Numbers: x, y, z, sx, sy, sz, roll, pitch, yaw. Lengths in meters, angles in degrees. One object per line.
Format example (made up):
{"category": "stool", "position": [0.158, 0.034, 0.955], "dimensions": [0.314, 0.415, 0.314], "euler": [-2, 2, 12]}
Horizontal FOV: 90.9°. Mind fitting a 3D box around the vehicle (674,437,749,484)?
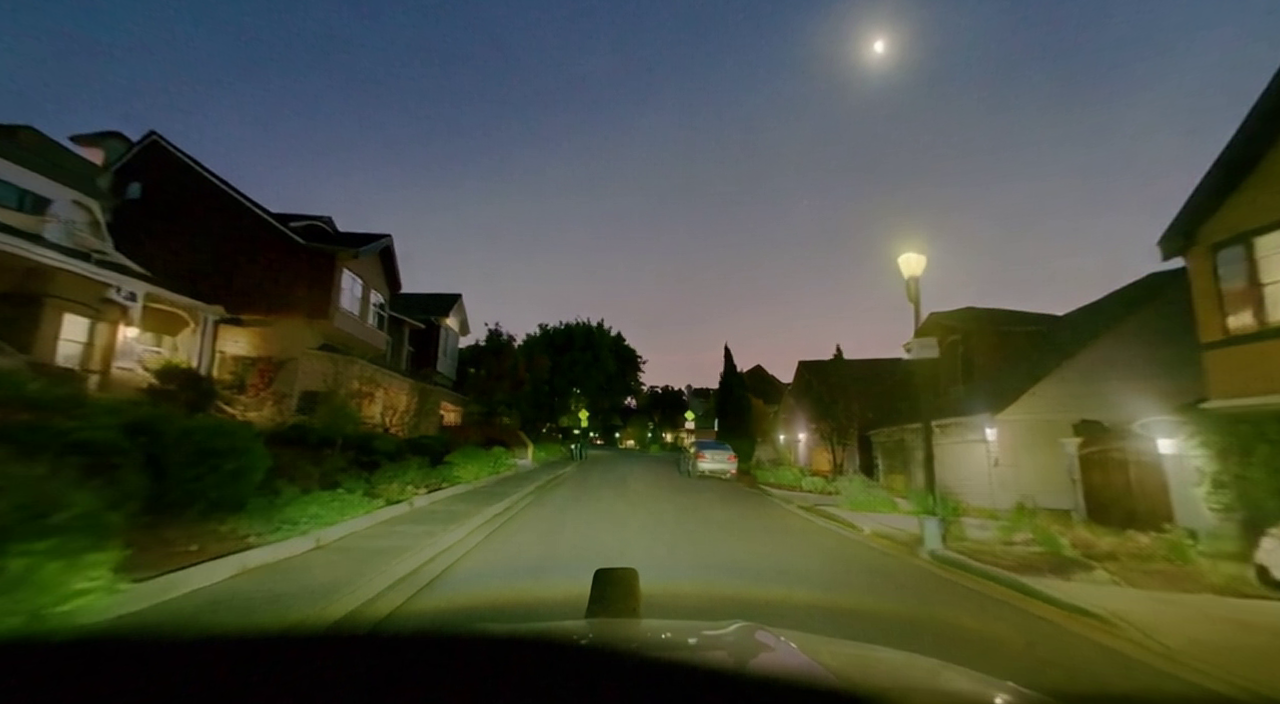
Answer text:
{"category": "vehicle", "position": [2.422, 3.792, 22.421], "dimensions": [1.955, 1.498, 4.046], "euler": [0, -8, -4]}
